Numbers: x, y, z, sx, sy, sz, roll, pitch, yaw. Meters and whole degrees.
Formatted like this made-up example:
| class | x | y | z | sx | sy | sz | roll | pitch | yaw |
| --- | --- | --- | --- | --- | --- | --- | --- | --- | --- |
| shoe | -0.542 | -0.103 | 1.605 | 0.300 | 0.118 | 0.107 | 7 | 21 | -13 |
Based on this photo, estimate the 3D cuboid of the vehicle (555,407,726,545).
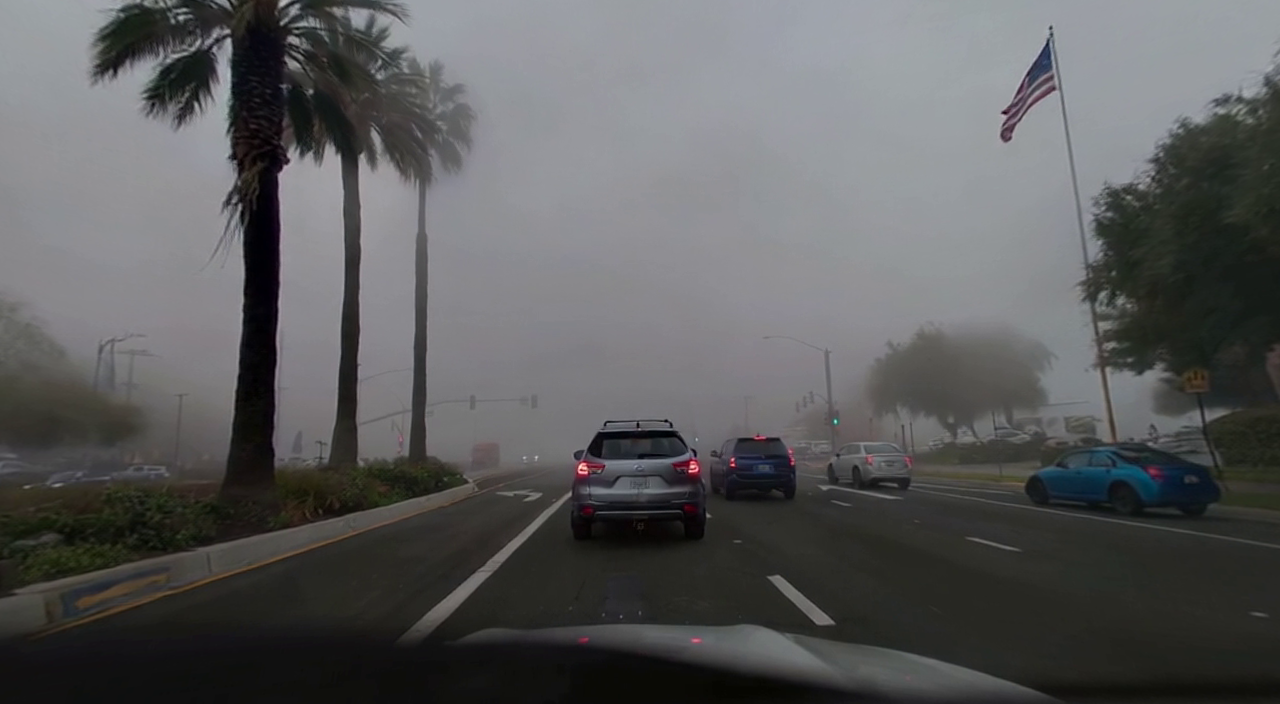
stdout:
| class | x | y | z | sx | sy | sz | roll | pitch | yaw |
| --- | --- | --- | --- | --- | --- | --- | --- | --- | --- |
| vehicle | -0.032 | 2.088 | 11.257 | 2.402 | 1.938 | 4.535 | 0 | -9 | -1 |

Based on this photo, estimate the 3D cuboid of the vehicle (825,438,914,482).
| class | x | y | z | sx | sy | sz | roll | pitch | yaw |
| --- | --- | --- | --- | --- | --- | --- | --- | --- | --- |
| vehicle | 10.071 | 4.763 | 28.196 | 2.155 | 1.779 | 4.582 | 0 | -9 | -1 |

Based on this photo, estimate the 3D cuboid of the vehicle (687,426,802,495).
| class | x | y | z | sx | sy | sz | roll | pitch | yaw |
| --- | --- | --- | --- | --- | --- | --- | --- | --- | --- |
| vehicle | 3.312 | 3.658 | 21.747 | 2.773 | 2.021 | 6.212 | 0 | -9 | -1 |

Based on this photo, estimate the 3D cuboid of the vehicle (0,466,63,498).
| class | x | y | z | sx | sy | sz | roll | pitch | yaw |
| --- | --- | --- | --- | --- | --- | --- | --- | --- | --- |
| vehicle | -45.824 | 9.270 | 45.233 | 6.410 | 2.078 | 2.584 | 0 | -9 | 0 |

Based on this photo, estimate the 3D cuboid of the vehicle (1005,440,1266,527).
| class | x | y | z | sx | sy | sz | roll | pitch | yaw |
| --- | --- | --- | --- | --- | --- | --- | --- | --- | --- |
| vehicle | 9.850 | 2.604 | 13.135 | 1.967 | 1.485 | 4.267 | 0 | -9 | 1 |
